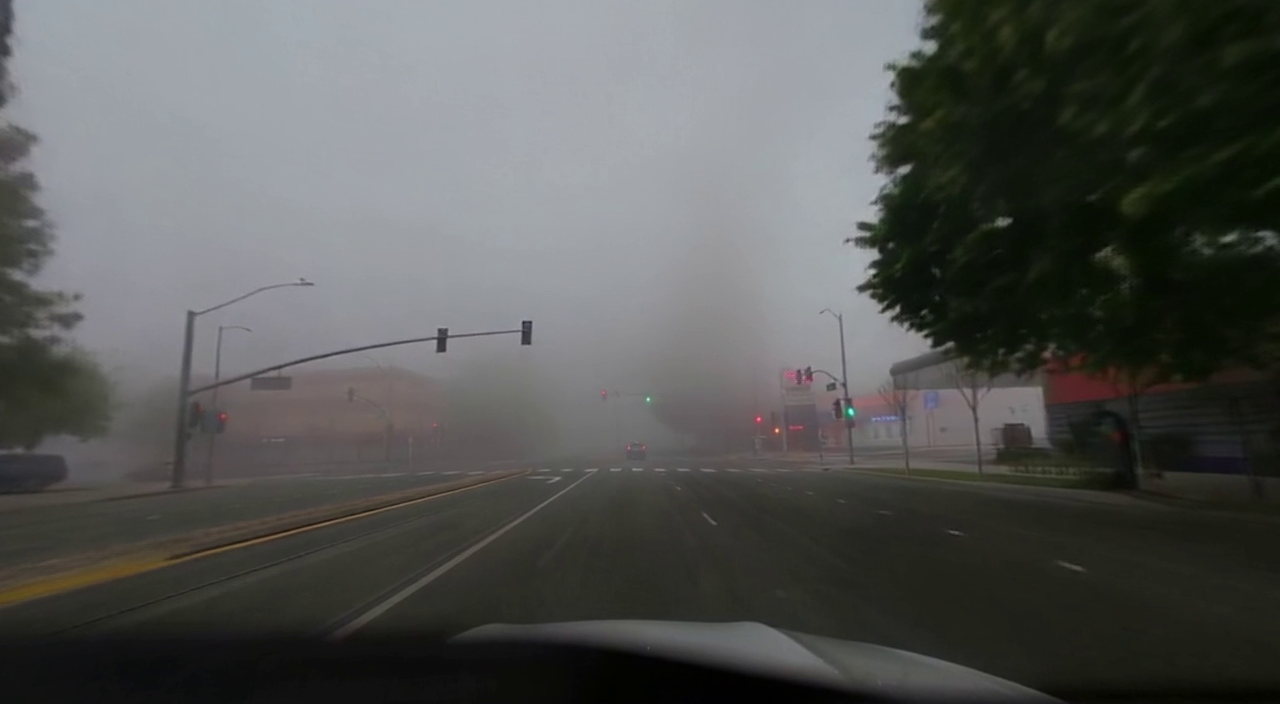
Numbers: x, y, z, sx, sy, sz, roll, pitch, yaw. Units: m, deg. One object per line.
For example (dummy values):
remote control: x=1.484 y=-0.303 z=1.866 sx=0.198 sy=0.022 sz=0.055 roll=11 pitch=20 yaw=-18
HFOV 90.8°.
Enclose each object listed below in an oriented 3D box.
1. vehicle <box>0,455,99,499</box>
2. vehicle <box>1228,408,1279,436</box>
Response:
vehicle: x=-29.608 y=5.767 z=29.334 sx=6.525 sy=1.890 sz=2.481 roll=0 pitch=-9 yaw=-1
vehicle: x=40.052 y=4.418 z=39.596 sx=4.388 sy=1.651 sz=1.918 roll=0 pitch=-9 yaw=-1
